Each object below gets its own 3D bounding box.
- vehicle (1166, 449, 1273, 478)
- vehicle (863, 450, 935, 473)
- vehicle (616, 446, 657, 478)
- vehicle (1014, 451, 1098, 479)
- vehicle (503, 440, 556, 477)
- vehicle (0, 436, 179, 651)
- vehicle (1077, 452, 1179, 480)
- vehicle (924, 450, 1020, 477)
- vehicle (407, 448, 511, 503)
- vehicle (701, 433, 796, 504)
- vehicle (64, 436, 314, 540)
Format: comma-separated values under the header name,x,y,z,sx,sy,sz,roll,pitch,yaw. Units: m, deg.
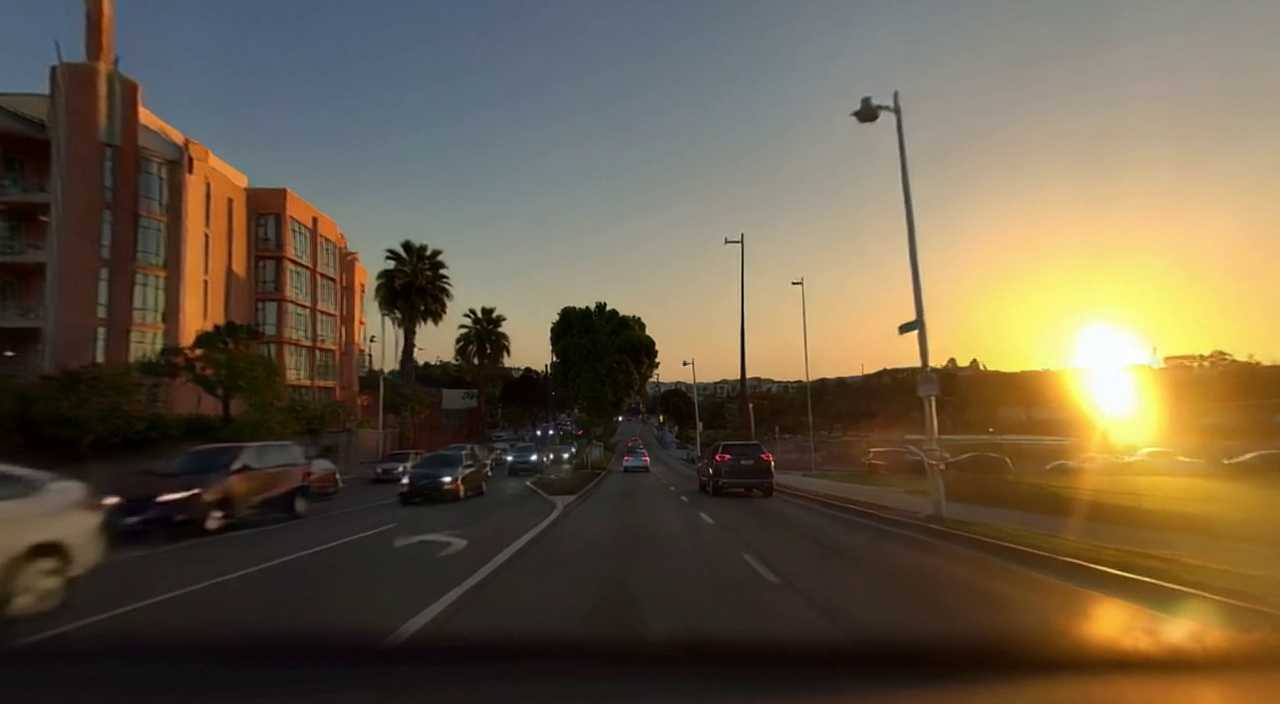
name,x,y,z,sx,sy,sz,roll,pitch,yaw
vehicle,35.875,6.890,39.192,4.642,1.646,2.017,0,-8,-1
vehicle,20.164,8.517,49.353,4.540,1.386,2.337,-4,-8,-1
vehicle,-0.208,6.164,35.735,2.196,1.655,3.939,0,-8,0
vehicle,25.515,6.926,38.881,3.611,1.590,2.171,0,-8,-1
vehicle,-5.979,5.795,34.730,2.106,1.890,4.783,0,-8,-1
vehicle,-5.695,1.301,3.969,2.135,1.542,4.575,0,-8,0
vehicle,30.000,7.008,38.946,4.463,1.600,2.122,0,-8,0
vehicle,20.422,6.874,39.077,4.673,1.592,2.193,-1,-8,1
vehicle,-5.783,3.976,20.812,2.074,1.541,4.395,0,-8,0
vehicle,3.102,3.441,19.060,1.995,1.858,4.333,0,-8,-1
vehicle,-9.216,2.756,13.518,2.005,1.841,4.300,-1,-8,2
